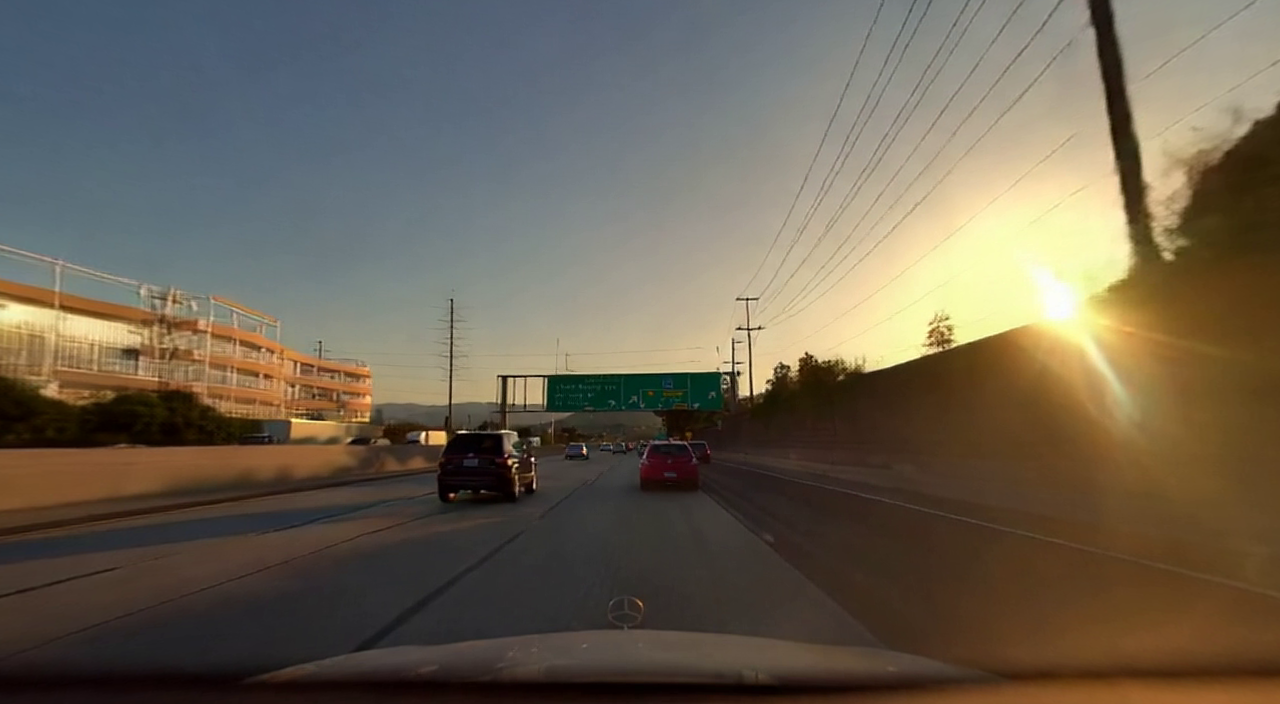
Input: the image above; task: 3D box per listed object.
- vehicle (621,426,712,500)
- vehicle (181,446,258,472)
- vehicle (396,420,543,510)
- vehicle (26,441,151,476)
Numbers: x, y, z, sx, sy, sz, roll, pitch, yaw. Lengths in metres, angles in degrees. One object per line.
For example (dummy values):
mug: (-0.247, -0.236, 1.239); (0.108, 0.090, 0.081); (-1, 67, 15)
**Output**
vehicle: (0.663, 2.937, 17.048); (2.134, 1.733, 4.049); (0, -8, 1)
vehicle: (-27.950, 7.075, 42.146); (2.030, 1.569, 4.801); (0, -8, -3)
vehicle: (-3.717, 2.570, 14.727); (2.125, 1.764, 4.393); (0, -8, 1)
vehicle: (-30.867, 5.949, 35.601); (2.229, 1.826, 5.424); (0, -8, -2)
